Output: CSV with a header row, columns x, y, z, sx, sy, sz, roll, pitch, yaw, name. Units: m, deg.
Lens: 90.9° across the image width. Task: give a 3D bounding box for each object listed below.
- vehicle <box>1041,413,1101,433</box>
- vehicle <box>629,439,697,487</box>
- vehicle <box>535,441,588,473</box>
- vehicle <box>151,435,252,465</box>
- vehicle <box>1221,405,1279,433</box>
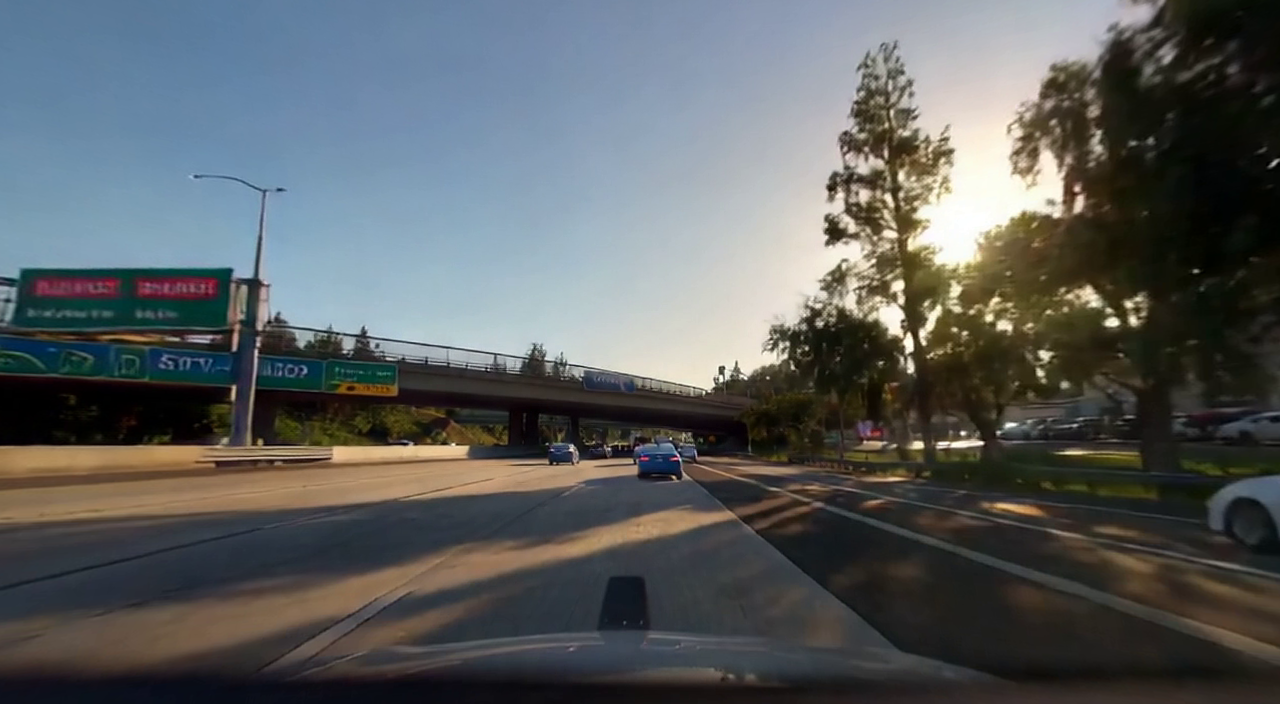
x,y,z,sx,sy,sz,roll,pitch,yaw,name
33.417,5.542,49.038,1.782,1.506,3.935,0,-8,-2,vehicle
0.754,3.772,21.780,2.113,1.464,4.073,0,-8,1,vehicle
-4.000,5.427,32.868,2.047,1.497,4.208,0,-8,2,vehicle
-25.148,5.643,36.464,1.948,1.623,5.279,0,-8,2,vehicle
35.448,3.728,34.927,1.781,1.456,4.462,7,-10,-38,vehicle
